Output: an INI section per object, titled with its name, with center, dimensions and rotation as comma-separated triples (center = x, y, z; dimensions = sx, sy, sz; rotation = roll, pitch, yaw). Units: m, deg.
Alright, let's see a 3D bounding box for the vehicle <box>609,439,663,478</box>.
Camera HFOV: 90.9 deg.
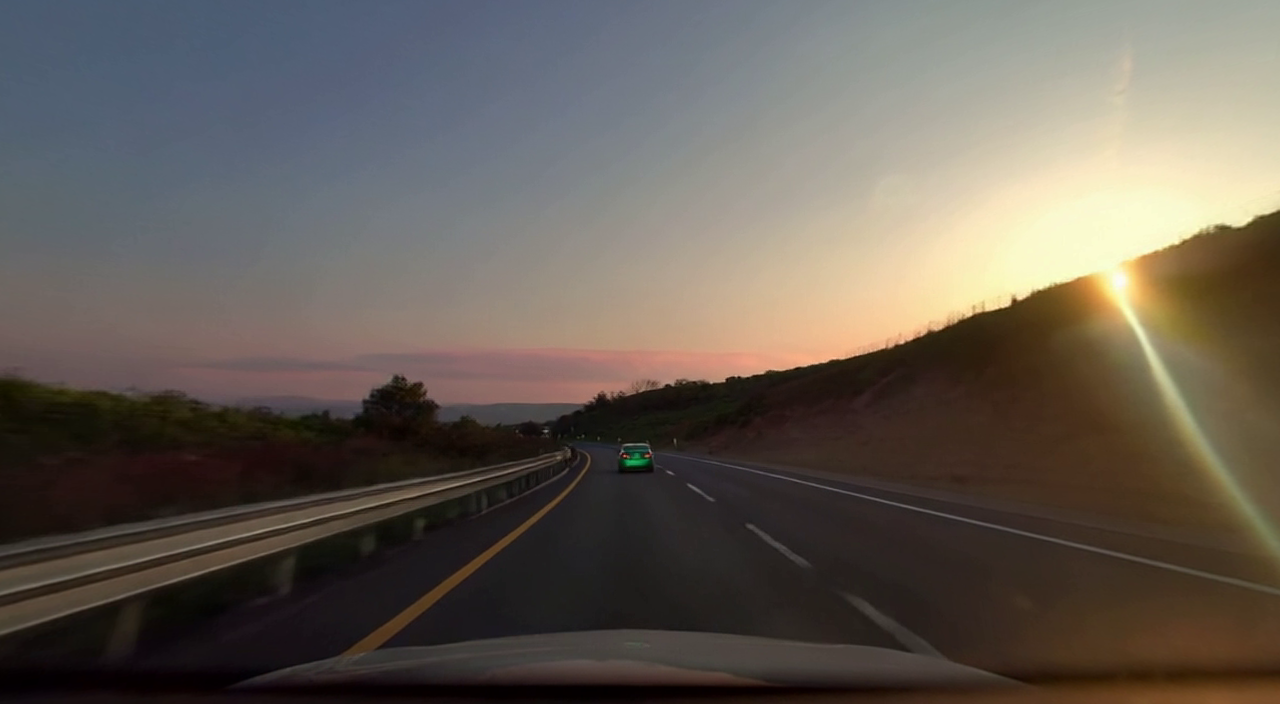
[vehicle]
center = -0.273, 4.393, 26.278
dimensions = 2.029, 1.474, 4.183
rotation = 0, -8, -3
